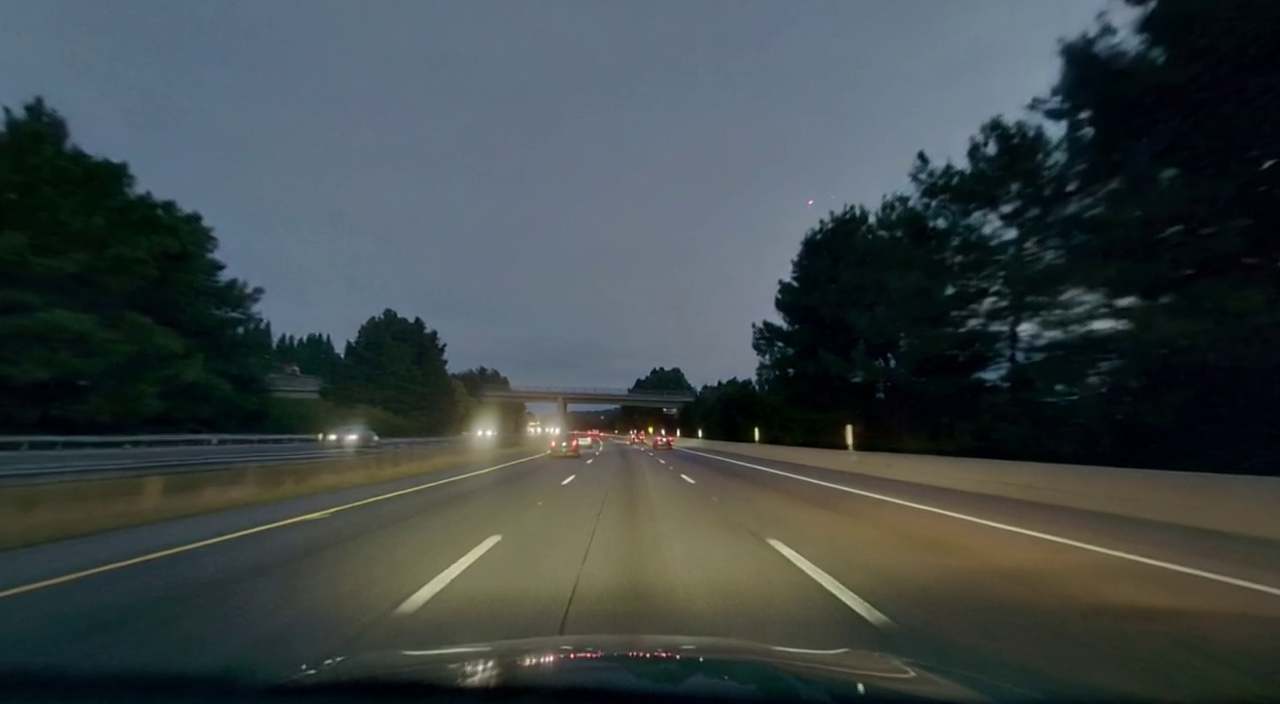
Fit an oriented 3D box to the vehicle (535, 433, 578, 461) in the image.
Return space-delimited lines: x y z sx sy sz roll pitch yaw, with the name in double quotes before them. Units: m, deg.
"vehicle" -4.574 5.222 34.751 1.966 1.460 3.519 0 -8 -1
